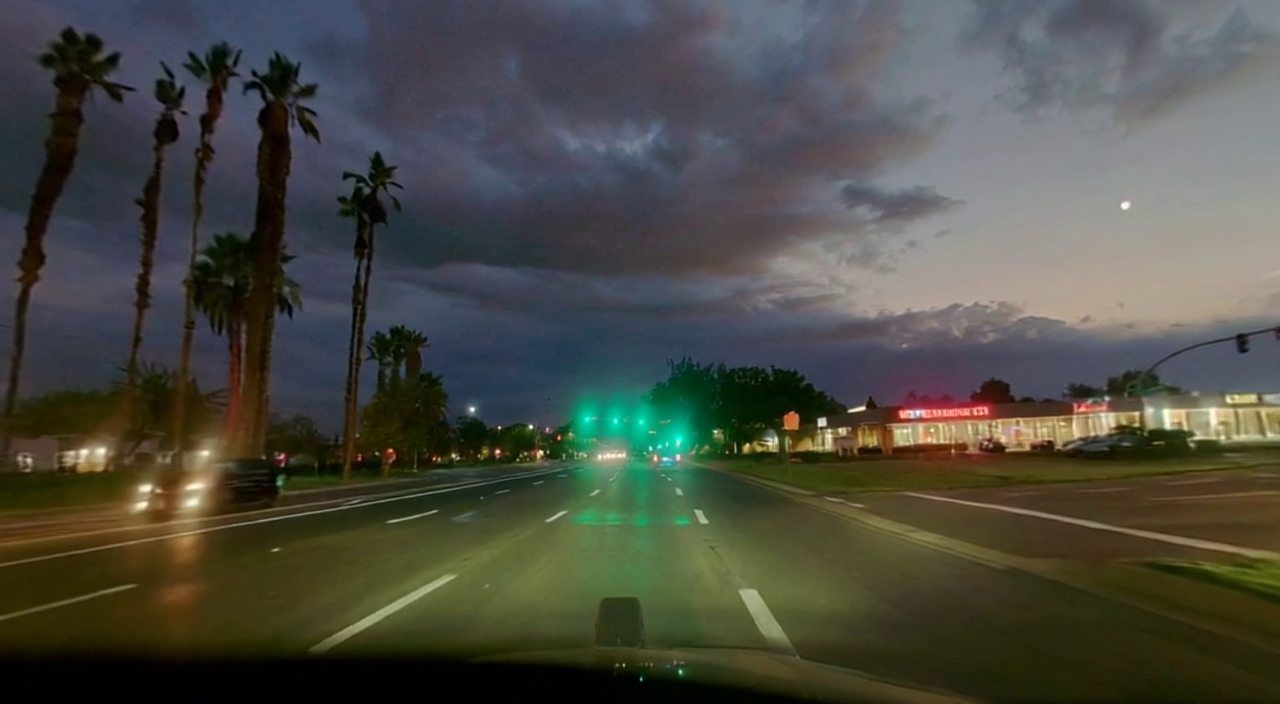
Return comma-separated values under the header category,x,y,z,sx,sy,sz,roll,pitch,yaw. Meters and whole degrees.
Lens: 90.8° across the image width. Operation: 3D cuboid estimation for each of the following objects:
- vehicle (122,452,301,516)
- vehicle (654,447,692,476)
category,x,y,z,sx,sy,sz,roll,pitch,yaw
vehicle,-11.492,3.527,17.369,2.033,1.494,4.048,0,-8,1
vehicle,1.918,6.534,37.987,1.969,1.555,4.431,0,-8,0
